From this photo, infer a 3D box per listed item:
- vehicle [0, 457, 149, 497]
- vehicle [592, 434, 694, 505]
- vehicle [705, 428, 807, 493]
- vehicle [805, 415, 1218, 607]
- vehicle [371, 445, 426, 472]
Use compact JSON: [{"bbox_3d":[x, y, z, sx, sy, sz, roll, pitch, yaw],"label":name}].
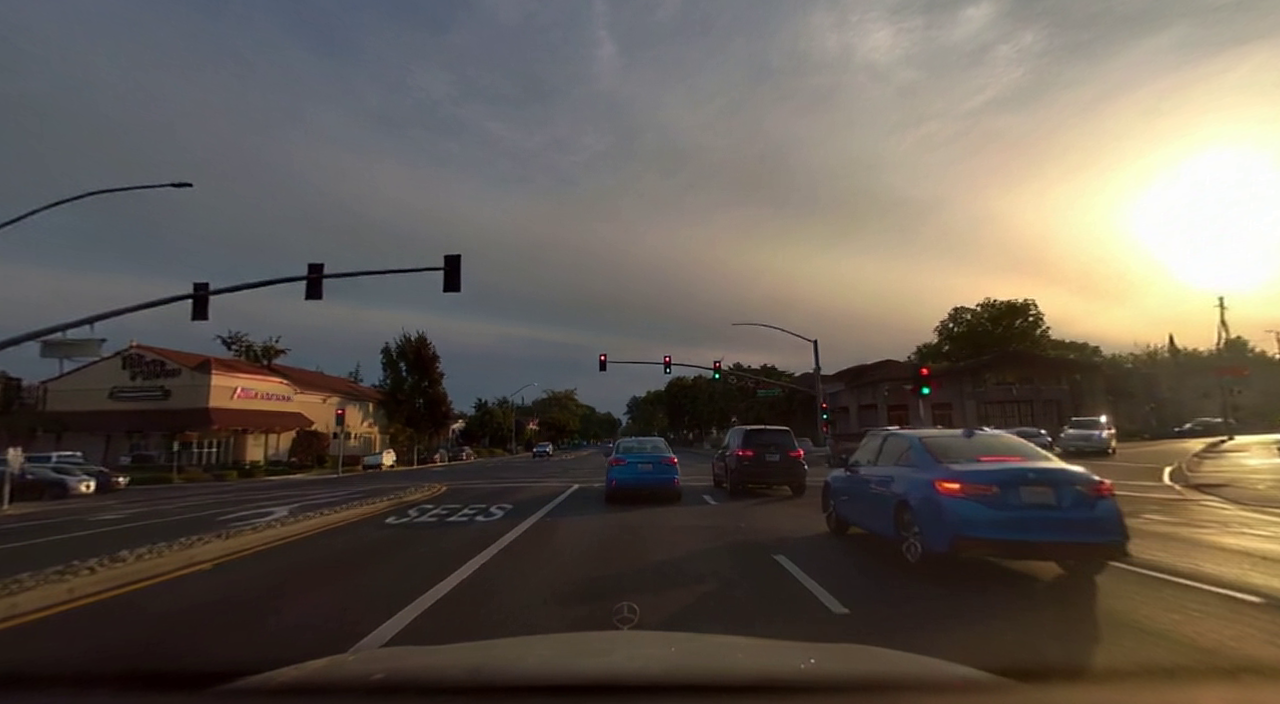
[{"bbox_3d":[-26.212,5.786,29.418,4.780,1.669,2.232,0,-8,-2],"label":"vehicle"},{"bbox_3d":[0.009,2.767,15.339,2.135,1.468,4.076,0,-8,-1],"label":"vehicle"},{"bbox_3d":[3.191,3.103,18.421,1.973,1.633,4.717,0,-8,-1],"label":"vehicle"},{"bbox_3d":[3.513,1.584,7.299,1.889,1.473,4.643,0,-8,-1],"label":"vehicle"},{"bbox_3d":[-18.806,8.306,49.573,2.324,1.911,5.610,0,-8,-3],"label":"vehicle"}]
